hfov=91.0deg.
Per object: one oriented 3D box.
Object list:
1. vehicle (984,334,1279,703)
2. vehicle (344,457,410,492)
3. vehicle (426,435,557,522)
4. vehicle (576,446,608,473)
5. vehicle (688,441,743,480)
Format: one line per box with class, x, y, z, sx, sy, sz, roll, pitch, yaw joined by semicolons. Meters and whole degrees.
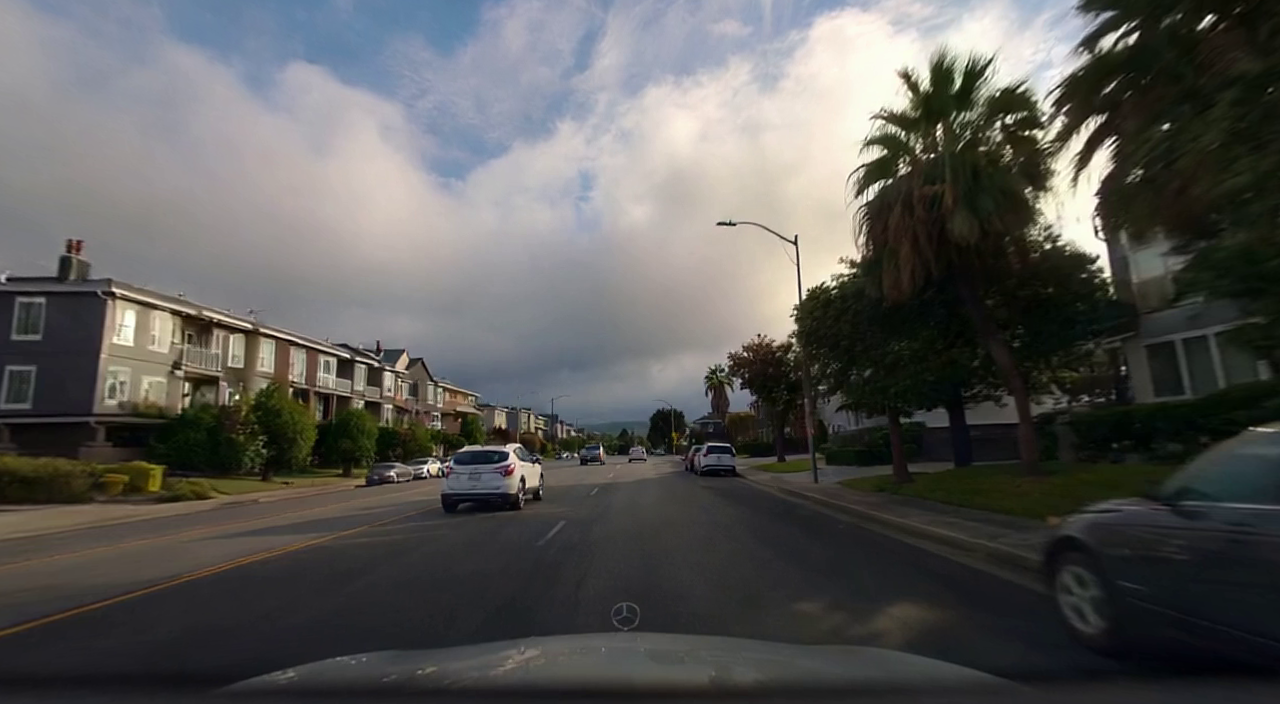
vehicle;3.716;0.854;2.742;1.969;1.828;4.273;0;-9;0
vehicle;-13.717;6.387;33.066;1.787;1.461;4.367;-4;-8;-2
vehicle;-3.153;2.759;14.231;1.929;1.651;3.948;0;-9;1
vehicle;-3.464;7.912;46.613;1.994;1.810;5.057;0;-9;0
vehicle;3.747;5.499;32.255;2.125;1.768;5.544;0;-9;0
